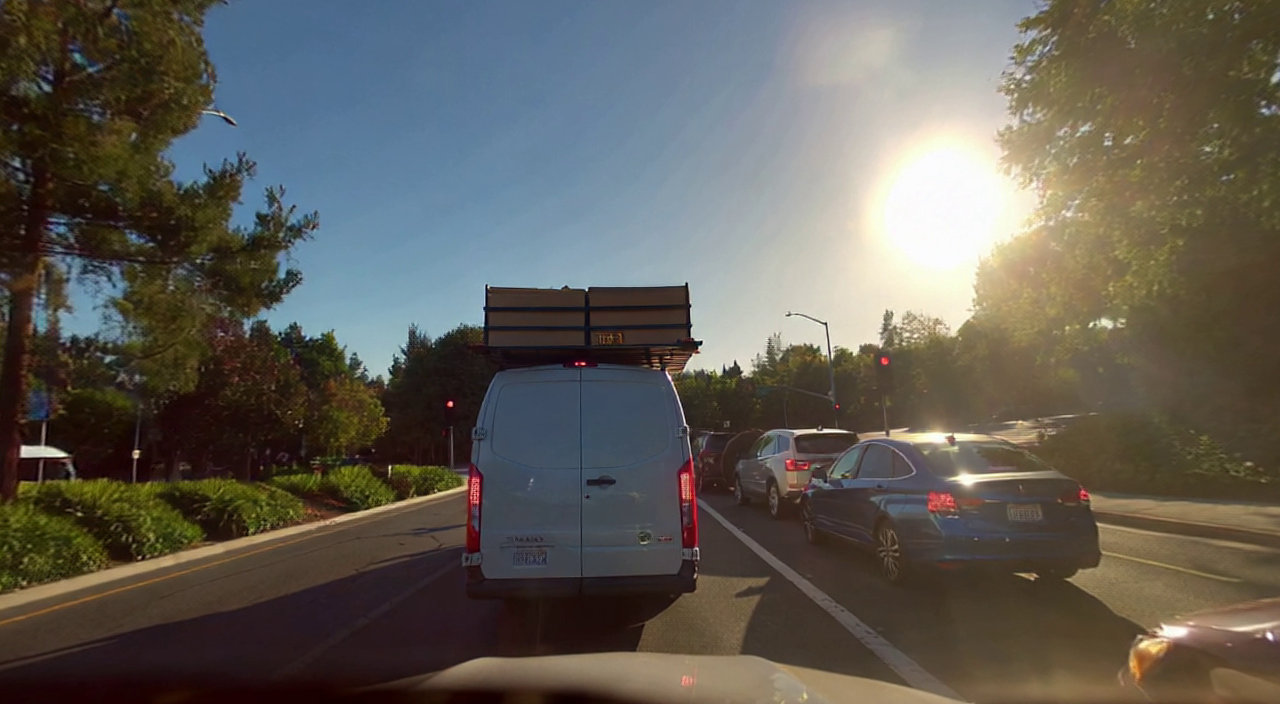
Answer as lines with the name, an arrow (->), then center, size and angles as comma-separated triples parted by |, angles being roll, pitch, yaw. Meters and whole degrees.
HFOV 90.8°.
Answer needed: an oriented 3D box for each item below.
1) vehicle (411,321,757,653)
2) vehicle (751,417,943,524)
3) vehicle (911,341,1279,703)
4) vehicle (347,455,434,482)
vehicle -> -0.356, 1.149, 6.198 | 2.145, 2.089, 4.309 | 0, -9, 0
vehicle -> 3.699, 2.212, 12.272 | 2.024, 1.692, 4.252 | 1, -9, -4
vehicle -> 3.450, 0.938, 3.401 | 1.965, 1.671, 4.146 | 0, -9, -3
vehicle -> -13.600, 6.312, 34.521 | 4.135, 1.321, 1.687 | 5, -10, -33
